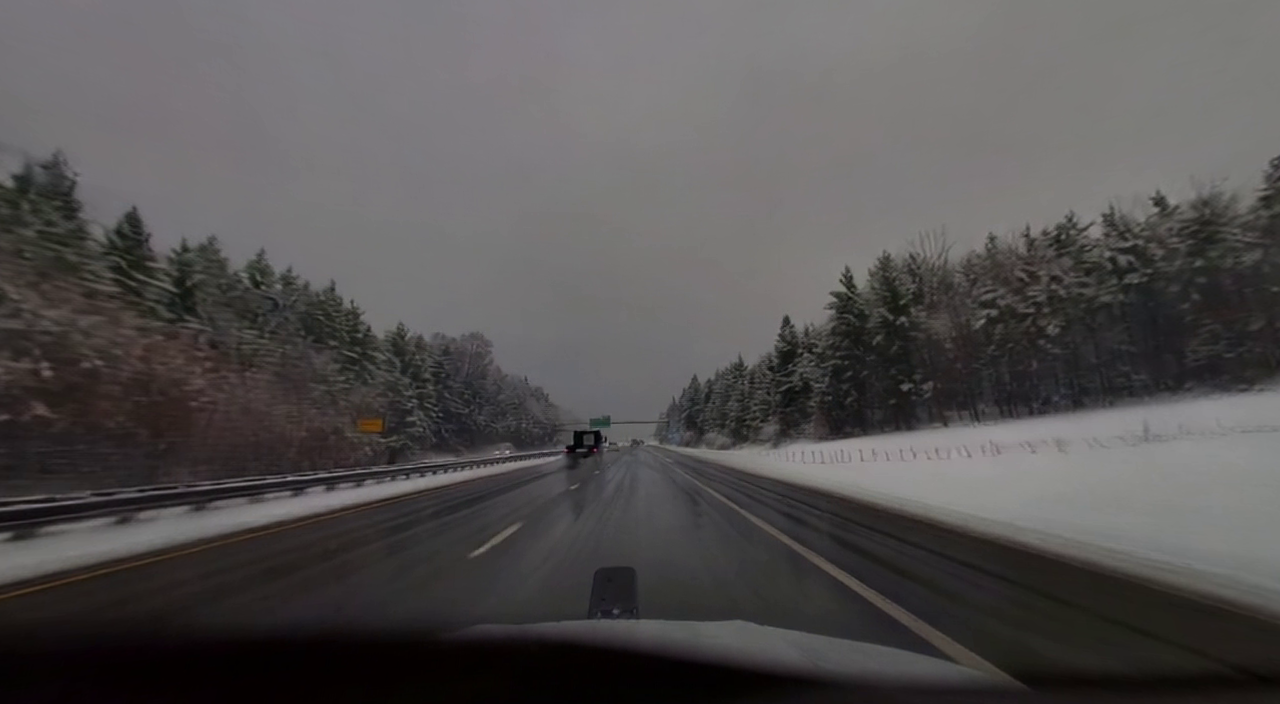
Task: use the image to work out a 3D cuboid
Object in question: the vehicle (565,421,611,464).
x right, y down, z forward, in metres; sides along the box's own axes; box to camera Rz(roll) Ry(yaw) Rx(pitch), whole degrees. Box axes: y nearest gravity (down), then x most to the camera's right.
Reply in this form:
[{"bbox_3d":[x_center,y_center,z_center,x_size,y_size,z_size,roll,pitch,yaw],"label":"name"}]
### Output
[{"bbox_3d":[-3.368,6.050,42.002,2.484,2.625,5.907,-1,-8,0],"label":"vehicle"}]
